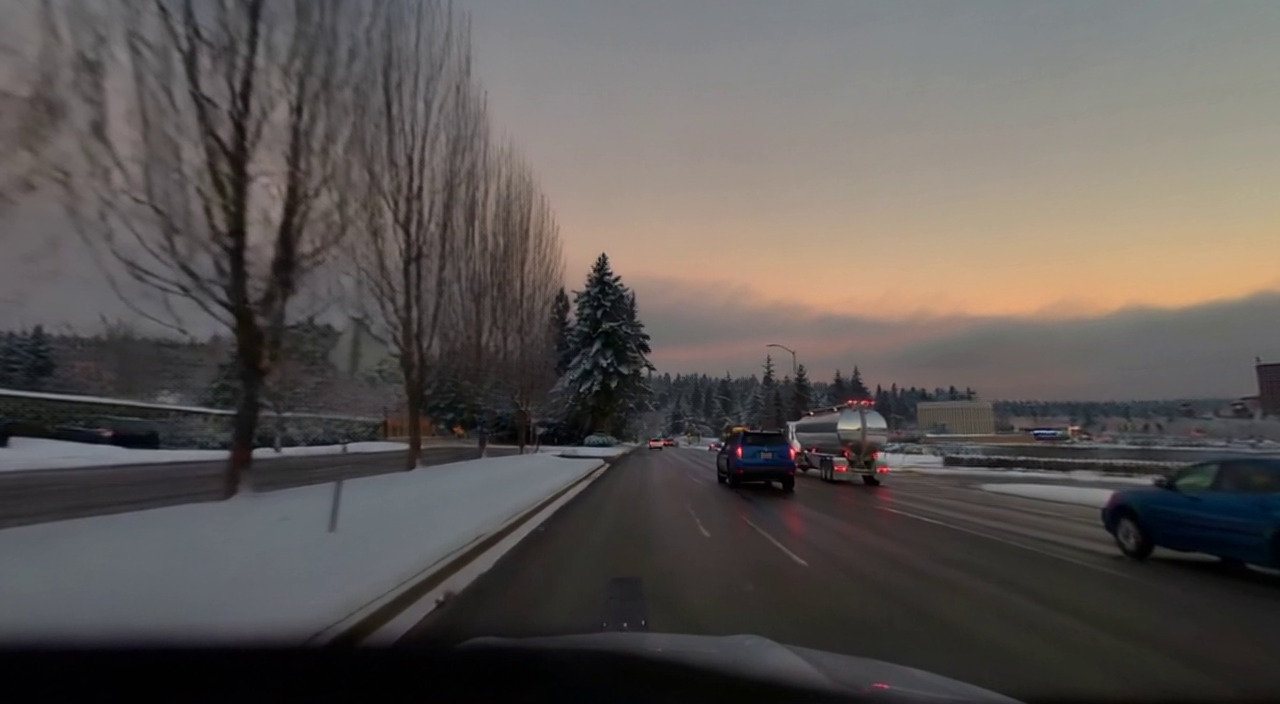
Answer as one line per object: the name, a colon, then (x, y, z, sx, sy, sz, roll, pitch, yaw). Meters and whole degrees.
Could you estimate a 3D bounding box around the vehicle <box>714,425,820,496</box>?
vehicle: (3.389, 3.007, 17.822, 2.045, 1.729, 4.532, 0, -8, 0)

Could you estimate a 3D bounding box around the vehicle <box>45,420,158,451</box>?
vehicle: (-28.585, 4.438, 33.535, 4.334, 1.511, 1.888, 0, -8, 3)

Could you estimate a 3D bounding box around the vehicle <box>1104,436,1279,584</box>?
vehicle: (7.448, 1.625, 6.562, 1.966, 1.476, 4.270, 0, -8, 0)

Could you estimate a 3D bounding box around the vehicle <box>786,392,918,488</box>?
vehicle: (7.856, 3.419, 24.429, 2.849, 3.207, 6.275, 0, -8, 0)
